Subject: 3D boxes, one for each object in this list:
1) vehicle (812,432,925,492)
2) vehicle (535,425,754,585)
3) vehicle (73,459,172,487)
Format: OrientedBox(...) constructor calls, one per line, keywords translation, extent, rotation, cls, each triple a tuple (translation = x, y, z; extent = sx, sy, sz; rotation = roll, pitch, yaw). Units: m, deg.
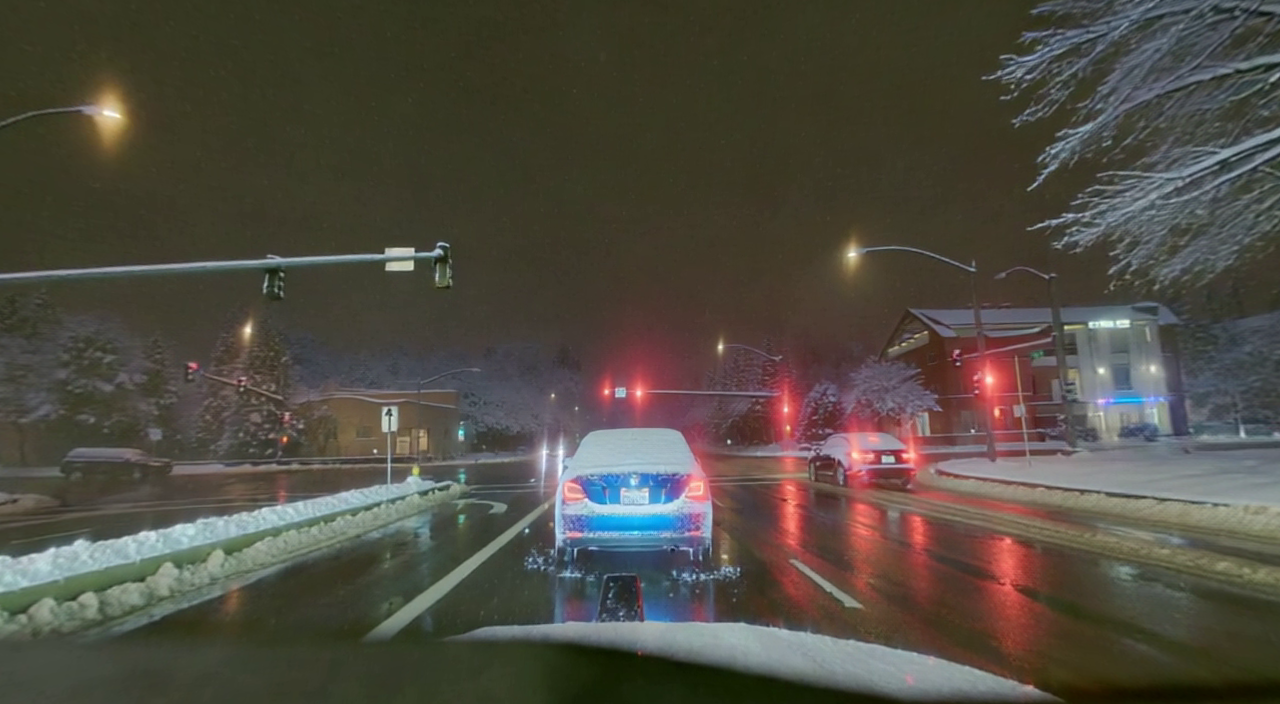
OrientedBox(translation=(7.056, 3.439, 20.072), extent=(2.039, 1.692, 4.319), rotation=(0, -8, 1), cls="vehicle")
OrientedBox(translation=(-0.016, 1.763, 8.146), extent=(2.070, 1.488, 4.206), rotation=(0, -8, -2), cls="vehicle")
OrientedBox(translation=(-32.390, 7.556, 39.638), extent=(4.401, 1.625, 1.863), rotation=(0, -8, -4), cls="vehicle")
